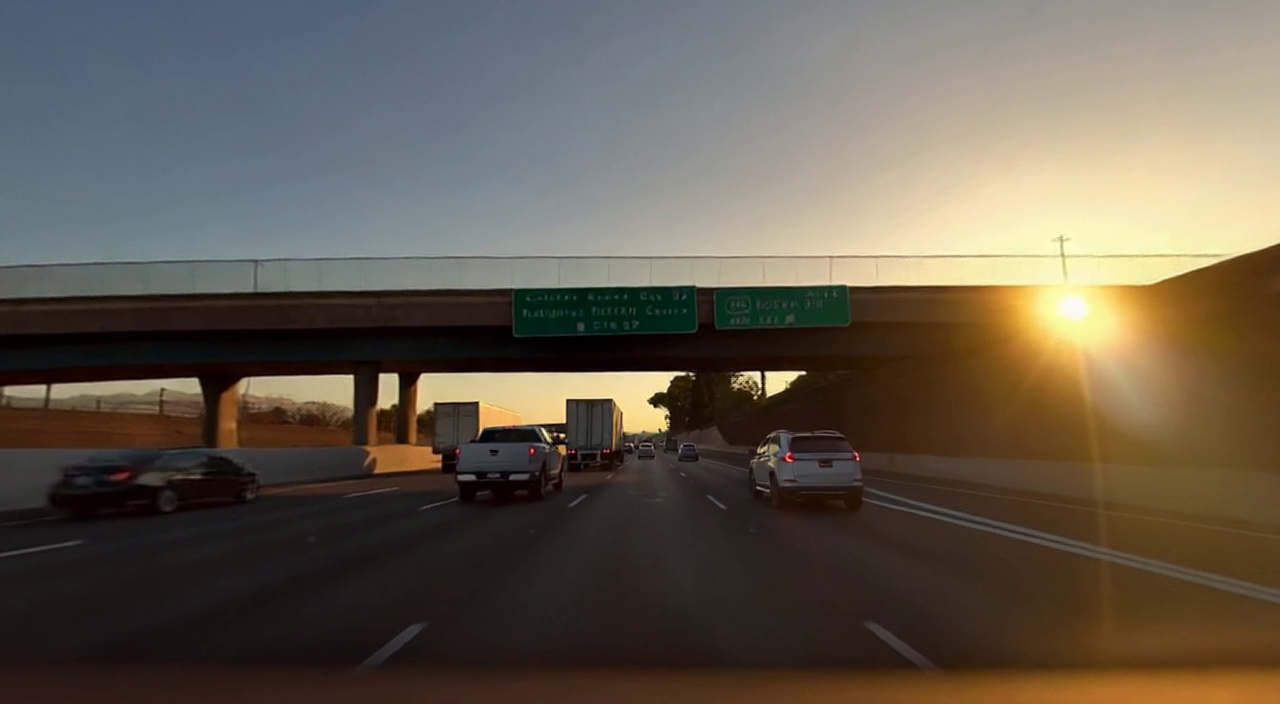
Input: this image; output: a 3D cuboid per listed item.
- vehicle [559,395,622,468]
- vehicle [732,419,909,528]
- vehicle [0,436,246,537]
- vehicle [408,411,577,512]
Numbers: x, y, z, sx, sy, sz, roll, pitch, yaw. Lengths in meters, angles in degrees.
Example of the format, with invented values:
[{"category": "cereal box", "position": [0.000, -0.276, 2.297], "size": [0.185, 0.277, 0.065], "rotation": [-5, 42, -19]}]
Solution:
[{"category": "vehicle", "position": [-3.039, 5.667, 43.633], "size": [2.869, 4.108, 15.564], "rotation": [0, -8, 1]}, {"category": "vehicle", "position": [3.110, 2.204, 11.965], "size": [2.028, 1.658, 4.334], "rotation": [0, -8, 0]}, {"category": "vehicle", "position": [-10.078, 2.392, 11.979], "size": [1.981, 1.495, 4.834], "rotation": [0, -8, 1]}, {"category": "vehicle", "position": [-3.334, 2.717, 16.166], "size": [2.645, 2.023, 6.491], "rotation": [0, -8, 1]}]
